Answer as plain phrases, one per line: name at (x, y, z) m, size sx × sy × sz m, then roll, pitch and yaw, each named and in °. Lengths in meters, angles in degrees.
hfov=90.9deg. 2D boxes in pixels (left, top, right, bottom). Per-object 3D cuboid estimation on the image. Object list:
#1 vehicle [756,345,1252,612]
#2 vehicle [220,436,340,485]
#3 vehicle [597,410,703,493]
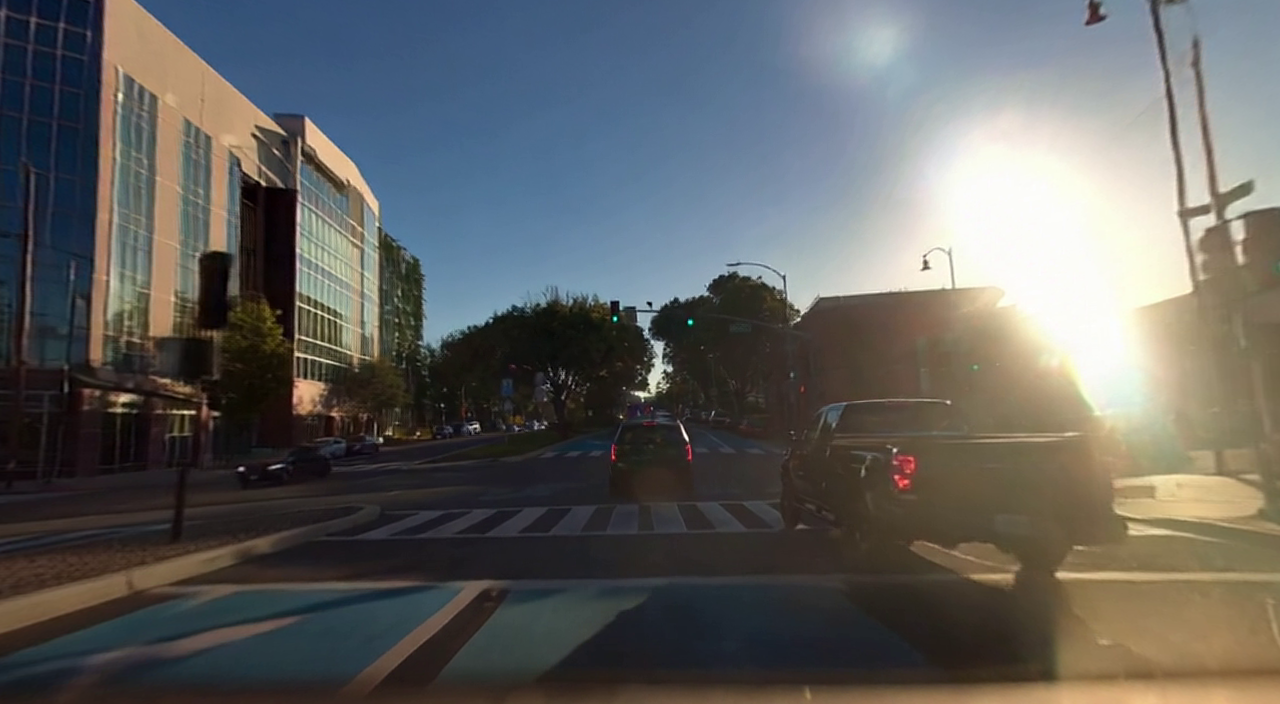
vehicle at (3.392, 1.439, 8.137) m, size 2.487 × 2.048 × 6.443 m, roll 0°, pitch -9°, yaw -1°
vehicle at (-13.545, 4.093, 24.098) m, size 2.062 × 1.697 × 4.321 m, roll 0°, pitch -9°, yaw 0°
vehicle at (0.187, 2.464, 15.801) m, size 2.283 × 1.773 × 4.255 m, roll 0°, pitch -9°, yaw -1°
